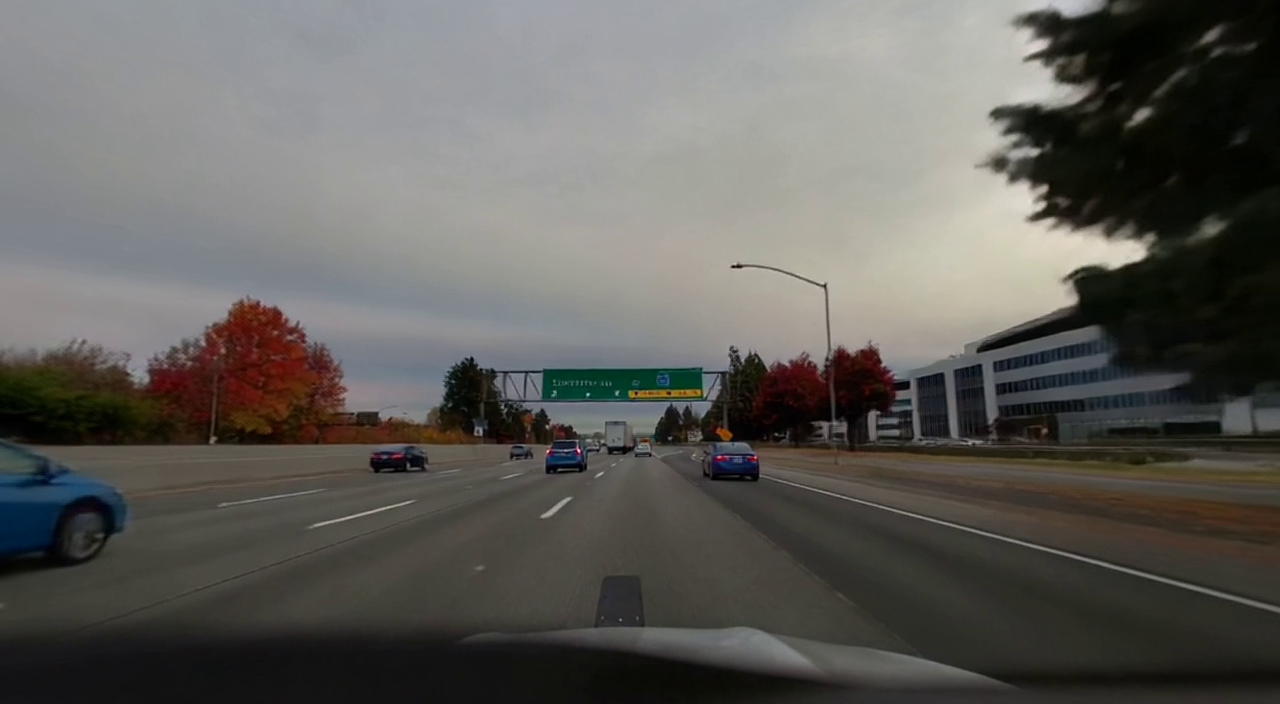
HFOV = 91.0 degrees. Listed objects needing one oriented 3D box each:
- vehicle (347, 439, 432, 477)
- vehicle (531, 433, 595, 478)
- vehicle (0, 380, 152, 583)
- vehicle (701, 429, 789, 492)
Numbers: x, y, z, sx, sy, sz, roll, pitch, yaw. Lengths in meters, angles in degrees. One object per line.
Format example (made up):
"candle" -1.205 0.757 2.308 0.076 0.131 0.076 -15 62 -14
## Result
"vehicle" -10.918 4.644 27.770 1.919 1.509 4.265 1 -9 1
"vehicle" -3.191 4.395 27.011 2.111 1.742 4.315 0 -9 1
"vehicle" -7.061 1.034 4.818 2.314 1.842 5.279 1 -9 1
"vehicle" 3.213 3.431 20.192 2.101 1.742 4.495 1 -9 1
